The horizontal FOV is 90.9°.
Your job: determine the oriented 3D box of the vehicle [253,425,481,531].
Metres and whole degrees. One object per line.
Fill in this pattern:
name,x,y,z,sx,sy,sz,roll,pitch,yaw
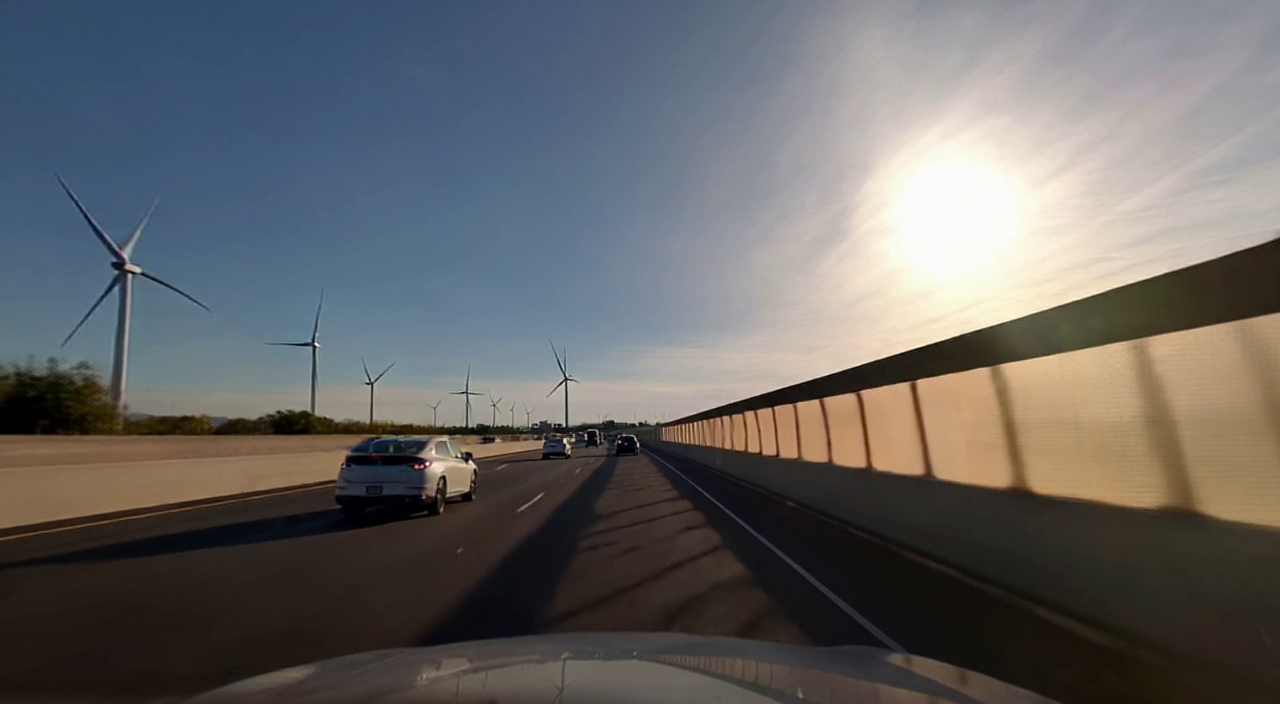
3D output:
vehicle,-4.389,2.075,11.143,1.998,1.468,4.635,0,-8,-1

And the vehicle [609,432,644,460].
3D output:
vehicle,-0.831,5.687,38.282,2.027,1.550,3.607,0,-8,-1

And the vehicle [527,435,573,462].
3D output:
vehicle,-4.958,5.367,35.284,2.059,1.436,3.802,0,-8,-1
